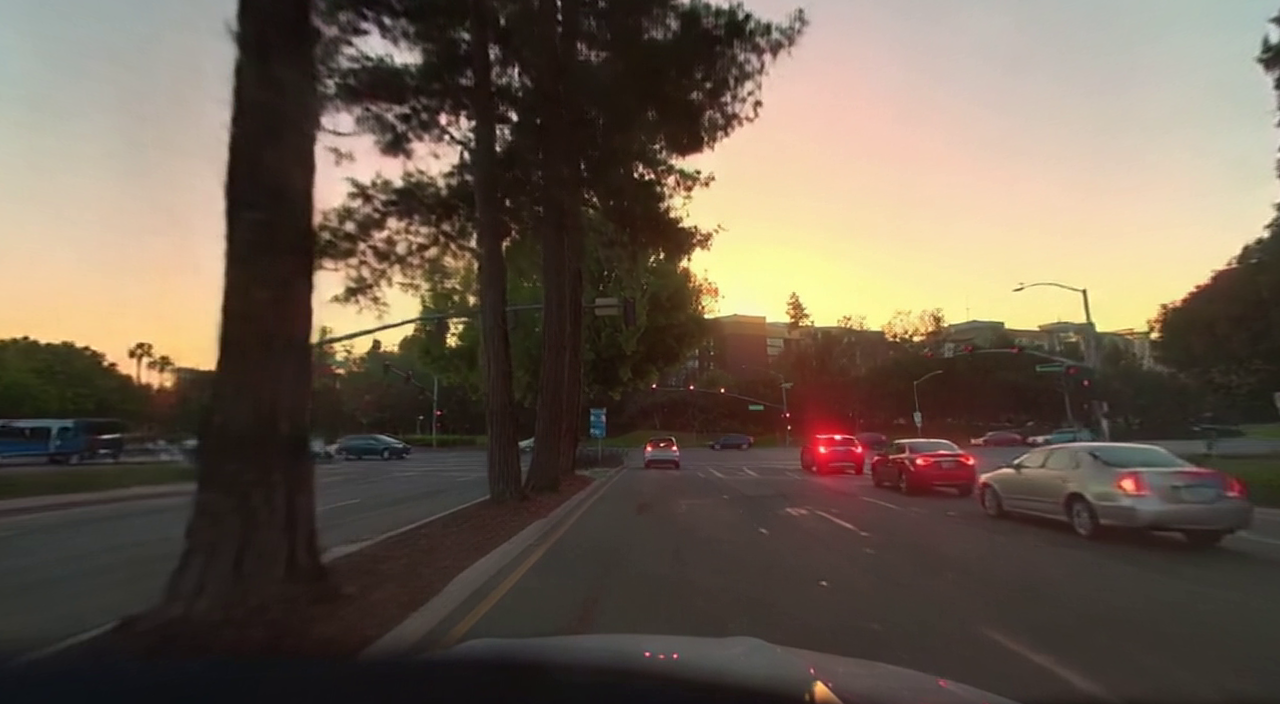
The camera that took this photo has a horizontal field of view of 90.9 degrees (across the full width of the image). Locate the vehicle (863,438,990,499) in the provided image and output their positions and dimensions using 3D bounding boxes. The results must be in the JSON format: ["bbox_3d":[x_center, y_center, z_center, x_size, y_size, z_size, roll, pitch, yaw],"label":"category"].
[{"bbox_3d":[7.632,3.120,17.249,1.726,1.467,3.793,0,-8,1],"label":"vehicle"}]

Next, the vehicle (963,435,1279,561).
[{"bbox_3d":[7.246,2.097,9.919,1.947,1.478,4.731,-1,-8,2],"label":"vehicle"}]

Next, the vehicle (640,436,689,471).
[{"bbox_3d":[1.046,4.581,28.581,2.041,1.485,3.813,0,-8,1],"label":"vehicle"}]

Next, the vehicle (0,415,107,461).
[{"bbox_3d":[-45.708,6.381,46.218,10.544,3.126,2.909,-1,-8,1],"label":"vehicle"}]

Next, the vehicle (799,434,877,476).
[{"bbox_3d":[8.033,4.209,26.009,1.901,1.577,4.348,0,-8,2],"label":"vehicle"}]

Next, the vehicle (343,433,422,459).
[{"bbox_3d":[-18.481,6.743,45.362,4.786,1.803,1.967,-1,-8,5],"label":"vehicle"}]
